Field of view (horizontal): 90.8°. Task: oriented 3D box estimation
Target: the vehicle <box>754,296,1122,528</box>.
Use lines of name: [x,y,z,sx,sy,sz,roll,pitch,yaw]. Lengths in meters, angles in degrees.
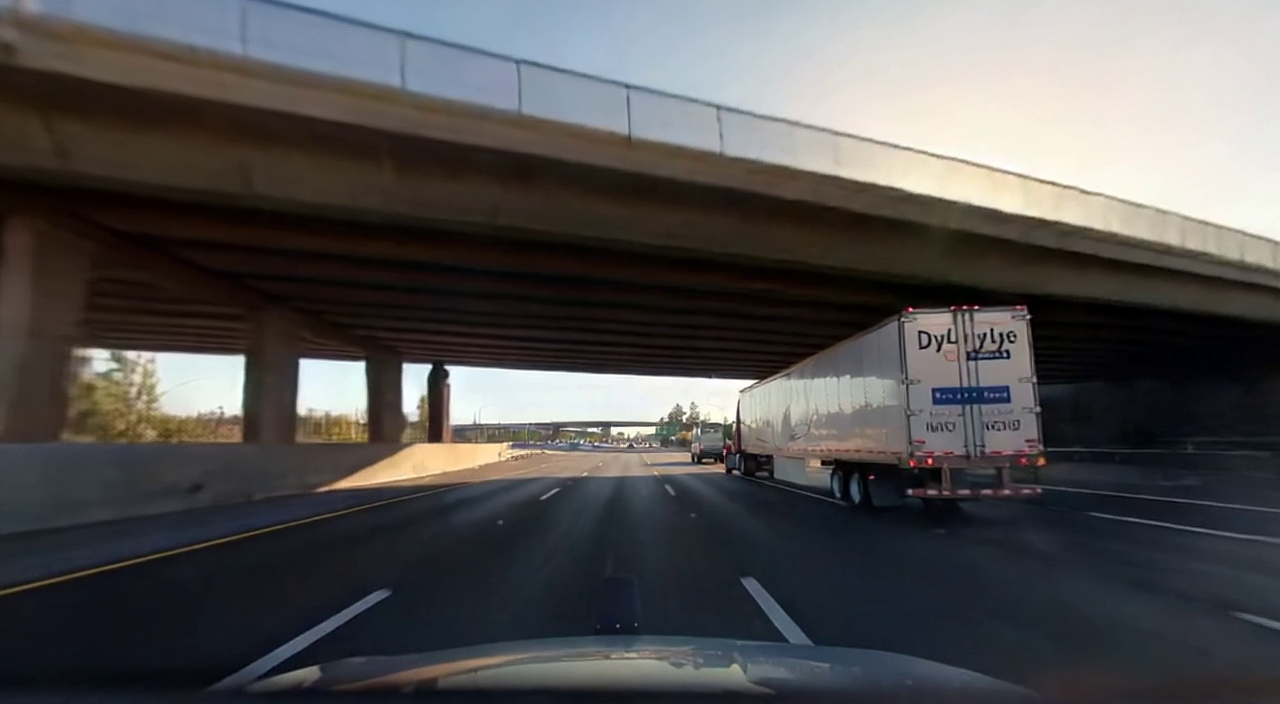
vehicle: [6.448,2.142,18.819,2.962,3.947,16.241,0,-8,-1]
